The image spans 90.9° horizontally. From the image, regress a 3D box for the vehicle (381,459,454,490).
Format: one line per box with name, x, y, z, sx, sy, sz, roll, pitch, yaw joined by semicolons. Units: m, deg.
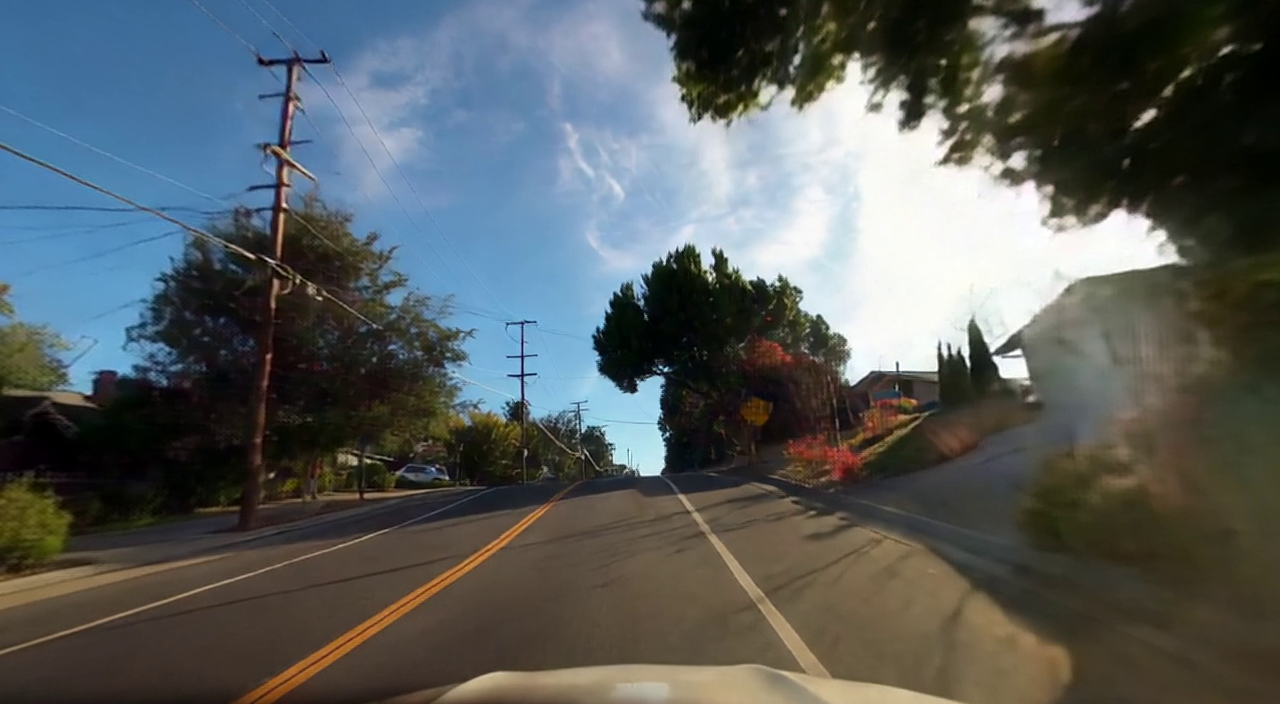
vehicle;-16.620;9.227;47.572;2.301;2.081;6.706;-3;-11;8
